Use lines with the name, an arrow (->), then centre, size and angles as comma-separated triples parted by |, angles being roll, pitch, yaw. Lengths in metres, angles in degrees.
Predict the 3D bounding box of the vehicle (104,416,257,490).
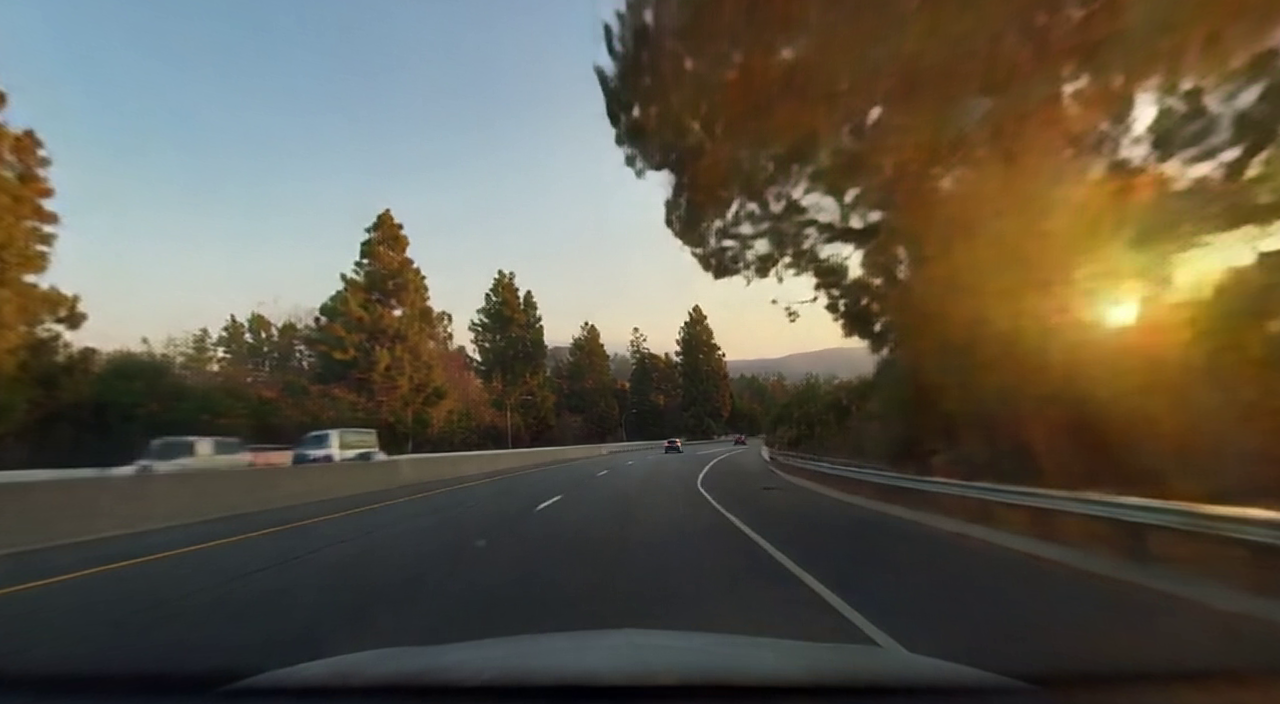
vehicle -> -28.274, 6.272, 39.501 | 3.008, 4.074, 8.176 | -1, -8, 2
